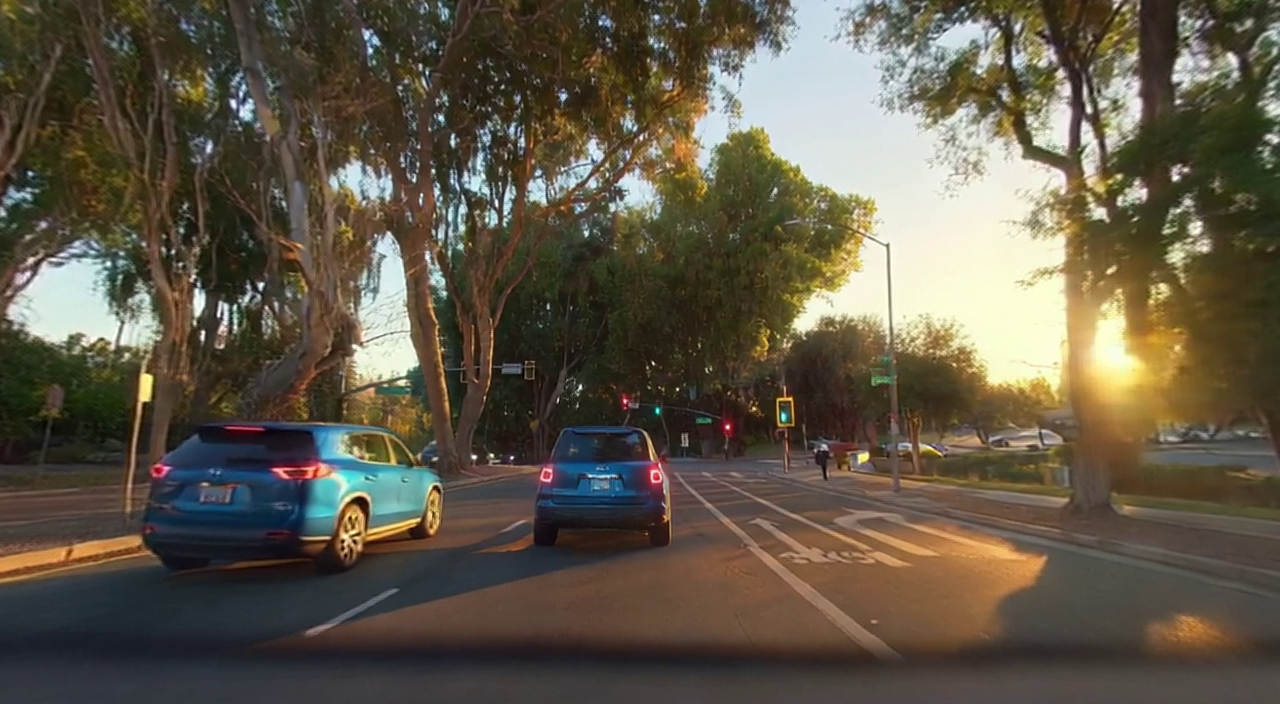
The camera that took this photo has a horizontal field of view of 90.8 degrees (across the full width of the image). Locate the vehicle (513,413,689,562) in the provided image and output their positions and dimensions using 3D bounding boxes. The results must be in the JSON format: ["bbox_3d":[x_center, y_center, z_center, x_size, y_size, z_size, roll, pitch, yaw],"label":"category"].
[{"bbox_3d":[-0.438,2.021,10.236,2.131,1.793,5.016,0,-8,1],"label":"vehicle"}]

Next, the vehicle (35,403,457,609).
[{"bbox_3d":[-3.908,1.595,7.488,2.009,1.673,4.454,0,-8,2],"label":"vehicle"}]
